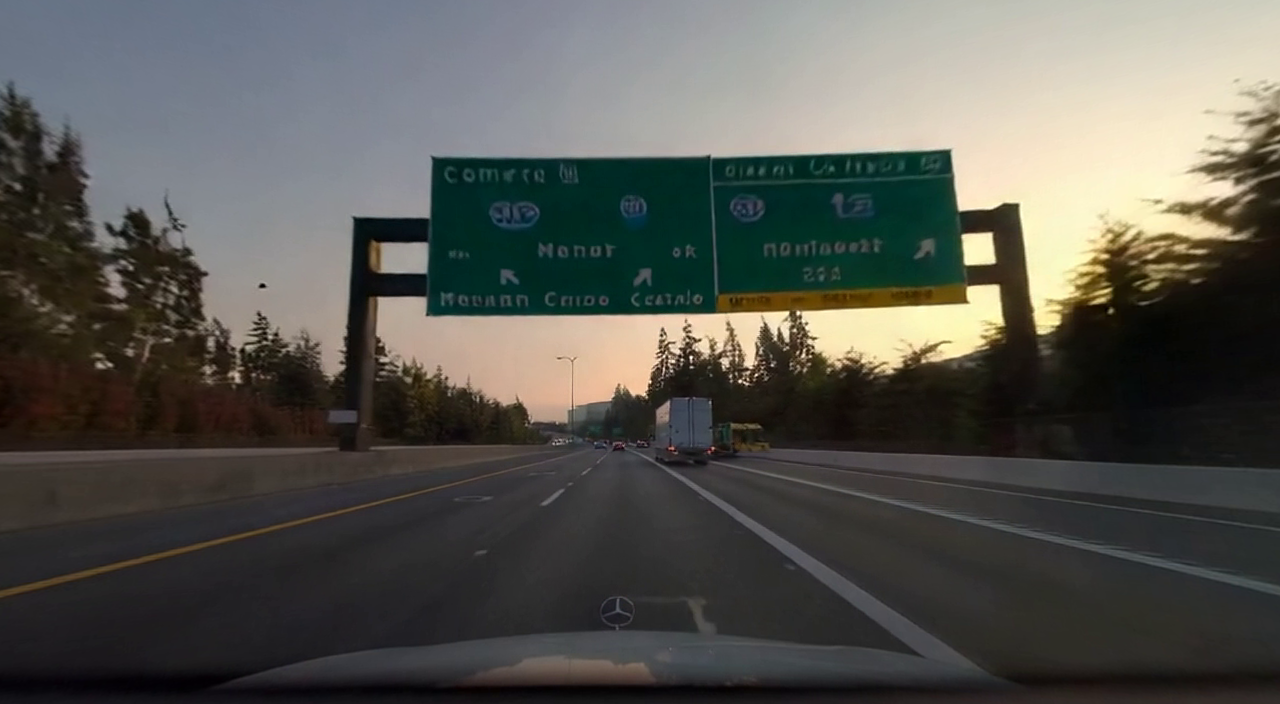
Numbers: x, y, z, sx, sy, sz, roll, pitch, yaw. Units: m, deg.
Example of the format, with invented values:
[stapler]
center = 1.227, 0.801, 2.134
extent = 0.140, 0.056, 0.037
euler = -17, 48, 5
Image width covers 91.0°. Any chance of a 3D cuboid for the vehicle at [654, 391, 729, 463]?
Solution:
[vehicle]
center = 3.110, 5.096, 41.825
extent = 3.828, 4.143, 10.369
euler = 0, -8, -2
